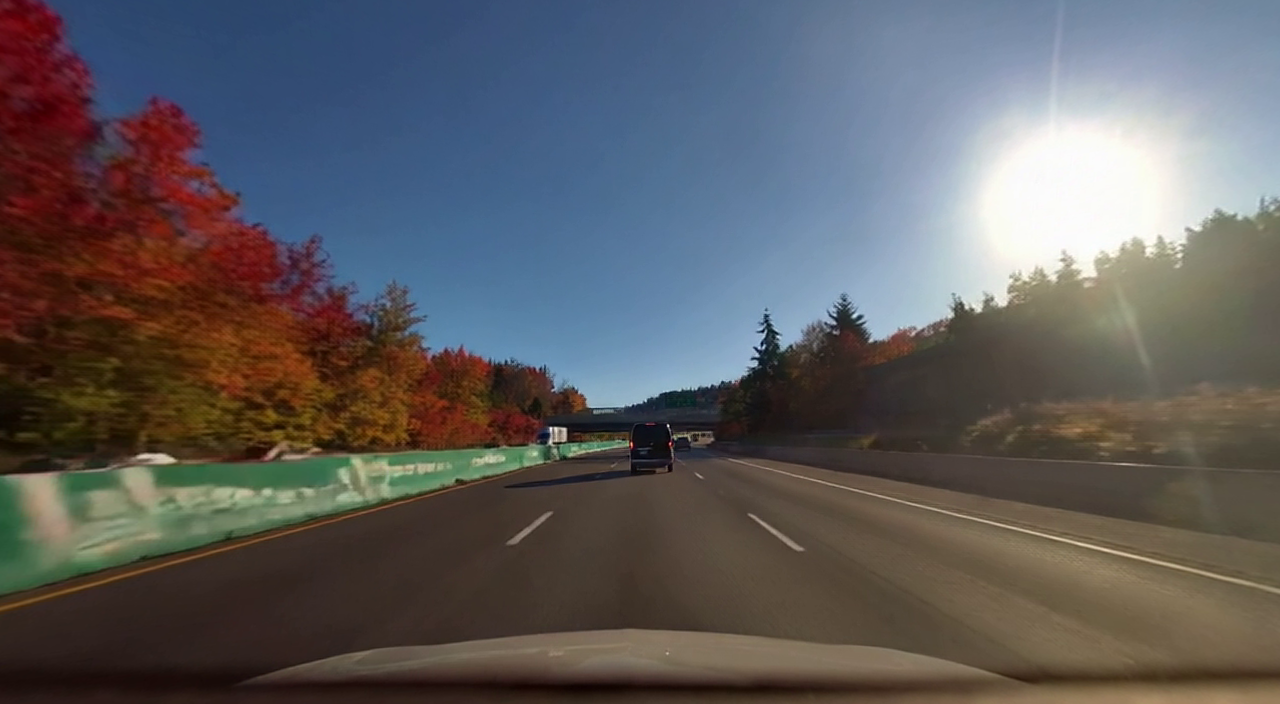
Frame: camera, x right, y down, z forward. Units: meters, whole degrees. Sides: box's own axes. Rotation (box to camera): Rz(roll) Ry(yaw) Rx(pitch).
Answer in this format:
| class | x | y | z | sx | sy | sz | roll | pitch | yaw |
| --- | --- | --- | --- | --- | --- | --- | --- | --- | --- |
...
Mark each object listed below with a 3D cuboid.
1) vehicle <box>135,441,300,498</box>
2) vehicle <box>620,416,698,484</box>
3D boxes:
| class | x | y | z | sx | sy | sz | roll | pitch | yaw |
| --- | --- | --- | --- | --- | --- | --- | --- | --- | --- |
| vehicle | -12.646 | 3.510 | 19.257 | 1.956 | 1.510 | 4.329 | 0 | -8 | 1 |
| vehicle | 0.547 | 3.192 | 20.650 | 2.283 | 1.956 | 4.421 | 0 | -8 | 0 |
